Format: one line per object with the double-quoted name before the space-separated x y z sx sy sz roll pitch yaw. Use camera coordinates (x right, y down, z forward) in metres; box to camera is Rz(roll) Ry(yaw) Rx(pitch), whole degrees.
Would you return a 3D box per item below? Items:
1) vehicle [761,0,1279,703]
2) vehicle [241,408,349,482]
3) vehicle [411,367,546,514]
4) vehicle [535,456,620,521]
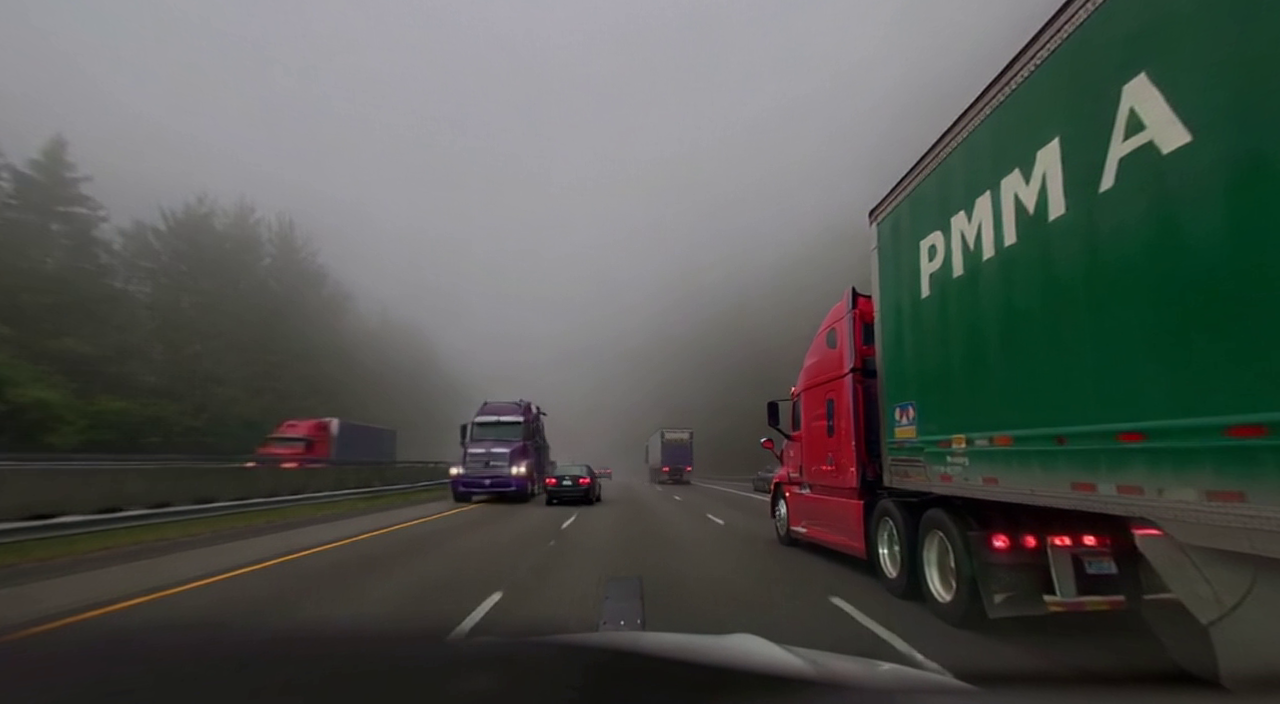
"vehicle" 3.888 0.322 4.805 2.856 4.040 14.009 1 -11 -1
"vehicle" -20.091 5.600 37.201 2.892 3.957 6.081 1 -11 -2
"vehicle" -5.068 3.017 21.022 3.099 4.220 5.196 1 -10 -1
"vehicle" -1.660 3.922 18.442 2.010 1.580 4.949 1 -11 0
